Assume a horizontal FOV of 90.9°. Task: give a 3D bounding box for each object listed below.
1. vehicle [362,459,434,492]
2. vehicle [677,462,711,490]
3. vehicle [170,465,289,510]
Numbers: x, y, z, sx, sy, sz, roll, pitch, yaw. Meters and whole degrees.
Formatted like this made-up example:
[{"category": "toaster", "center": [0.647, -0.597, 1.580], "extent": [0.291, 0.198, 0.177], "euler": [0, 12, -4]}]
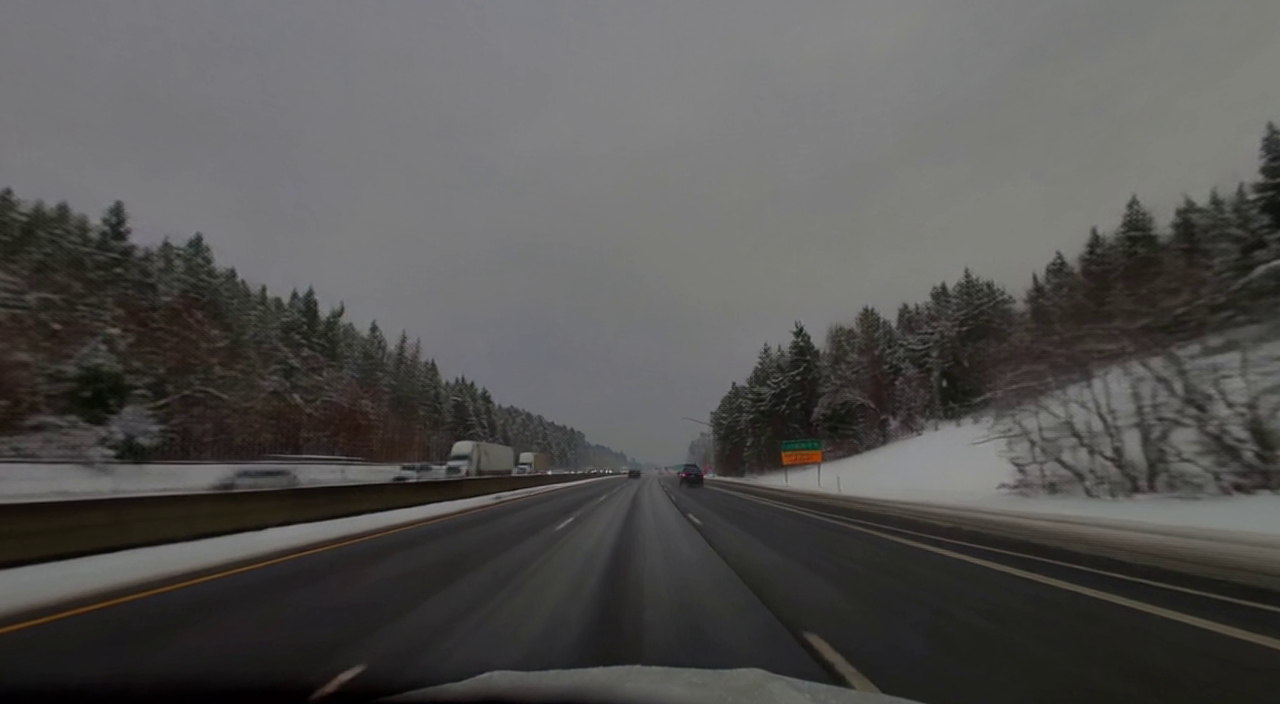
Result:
[{"category": "vehicle", "center": [-14.742, 7.547, 38.713], "extent": [2.255, 1.844, 4.992], "euler": [1, -10, 1]}, {"category": "vehicle", "center": [3.955, 9.196, 46.786], "extent": [2.093, 1.933, 4.623], "euler": [1, -10, -1]}, {"category": "vehicle", "center": [-14.599, 4.812, 22.659], "extent": [1.837, 1.444, 3.440], "euler": [1, -10, 1]}]
